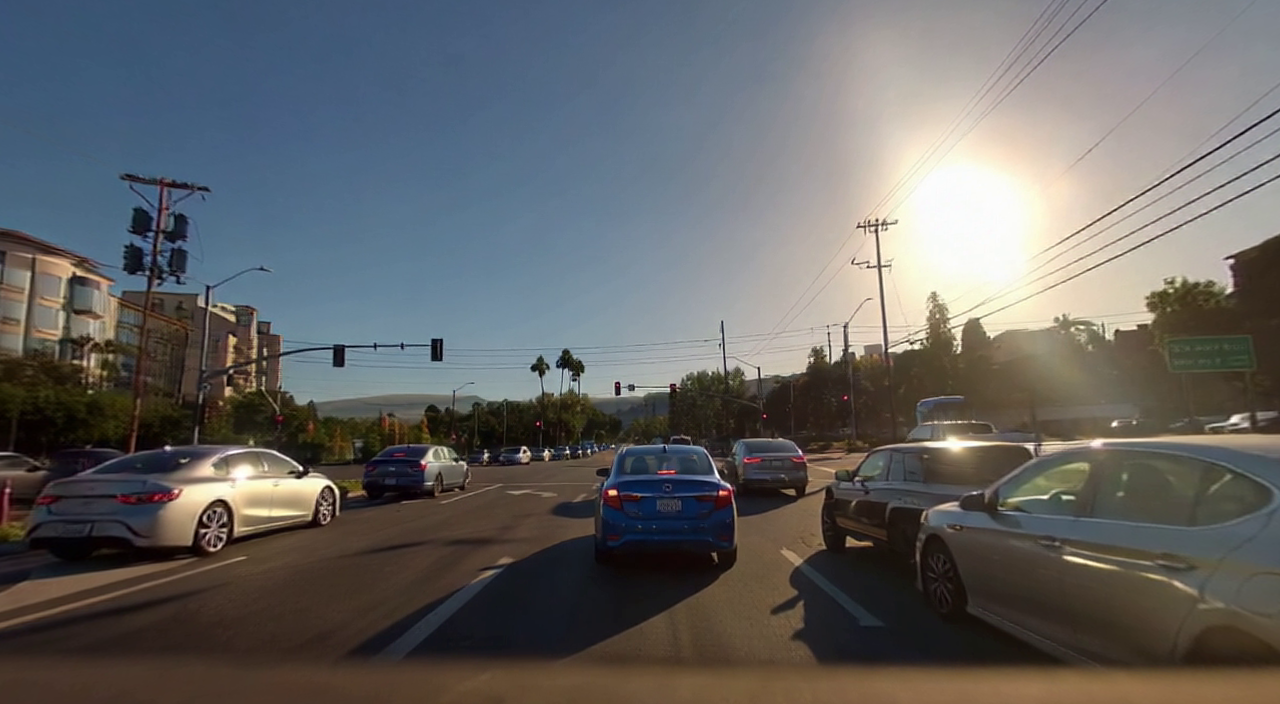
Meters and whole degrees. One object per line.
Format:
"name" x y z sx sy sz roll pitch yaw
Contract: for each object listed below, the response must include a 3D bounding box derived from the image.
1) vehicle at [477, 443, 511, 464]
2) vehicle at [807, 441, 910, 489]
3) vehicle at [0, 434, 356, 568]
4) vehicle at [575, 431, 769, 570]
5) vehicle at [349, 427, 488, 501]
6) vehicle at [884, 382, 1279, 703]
"vehicle" -11.540 8.051 49.993 1.771 1.574 3.817 -1 -8 0
"vehicle" 7.283 3.778 21.545 1.867 1.459 4.436 0 -8 -1
"vehicle" -6.405 2.035 9.551 1.955 1.497 4.639 -1 -8 1
"vehicle" 0.330 1.906 8.901 2.109 1.483 3.964 0 -8 0
"vehicle" -6.237 3.209 18.582 2.070 1.824 5.196 -1 -8 2
"vehicle" 3.129 1.065 3.537 1.870 1.523 4.096 0 -8 0
